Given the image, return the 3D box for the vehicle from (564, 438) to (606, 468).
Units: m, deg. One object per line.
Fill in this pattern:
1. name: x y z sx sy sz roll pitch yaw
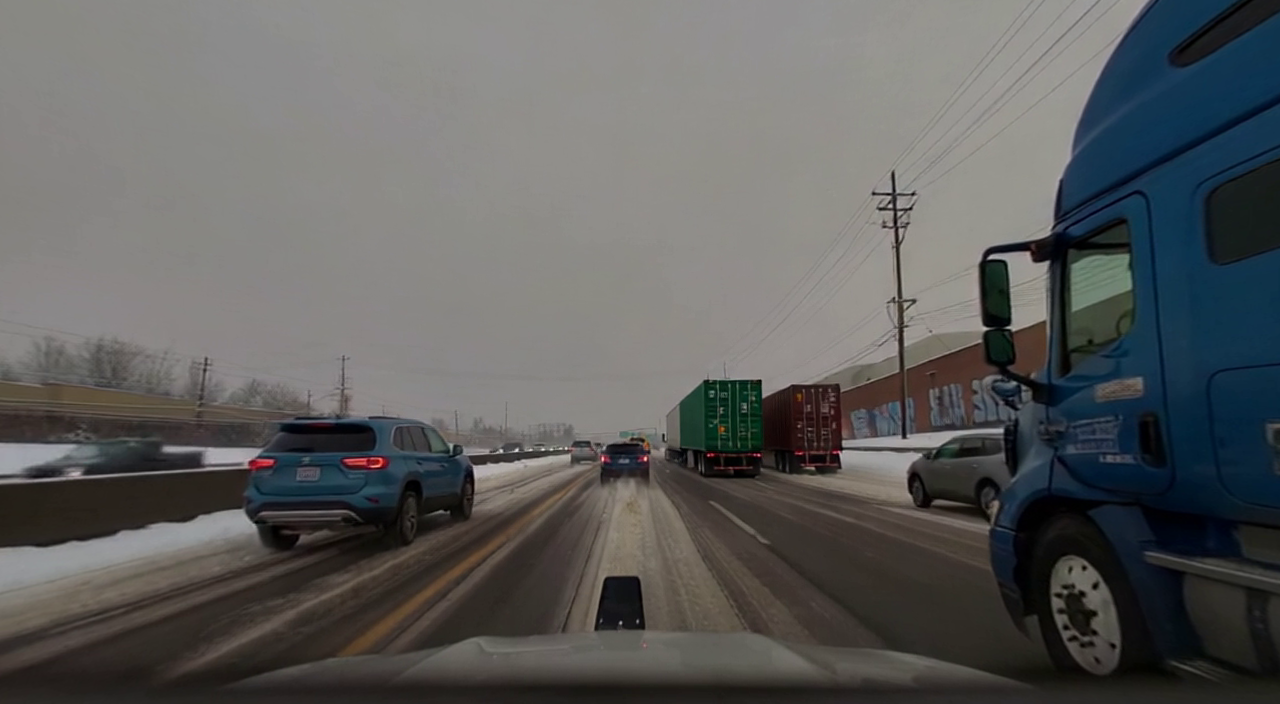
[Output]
1. vehicle: -3.506 6.571 41.233 2.243 1.820 4.473 0 -9 1

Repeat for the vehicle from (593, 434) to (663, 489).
1. vehicle: -0.395 3.753 21.932 2.191 1.685 4.015 0 -9 0

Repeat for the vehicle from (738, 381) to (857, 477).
1. vehicle: 7.664 4.212 33.137 2.868 4.017 12.827 0 -9 0

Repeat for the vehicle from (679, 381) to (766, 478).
1. vehicle: 3.840 4.220 33.062 2.800 4.039 13.179 0 -9 0

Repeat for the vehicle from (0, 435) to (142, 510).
1. vehicle: -14.789 2.834 15.140 2.098 1.584 4.414 0 -9 0

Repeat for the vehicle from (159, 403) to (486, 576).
1. vehicle: -3.925 1.801 9.046 2.264 1.804 4.584 0 -9 0

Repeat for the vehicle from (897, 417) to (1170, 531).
1. vehicle: 7.002 2.223 12.076 2.202 1.731 4.628 0 -9 0
